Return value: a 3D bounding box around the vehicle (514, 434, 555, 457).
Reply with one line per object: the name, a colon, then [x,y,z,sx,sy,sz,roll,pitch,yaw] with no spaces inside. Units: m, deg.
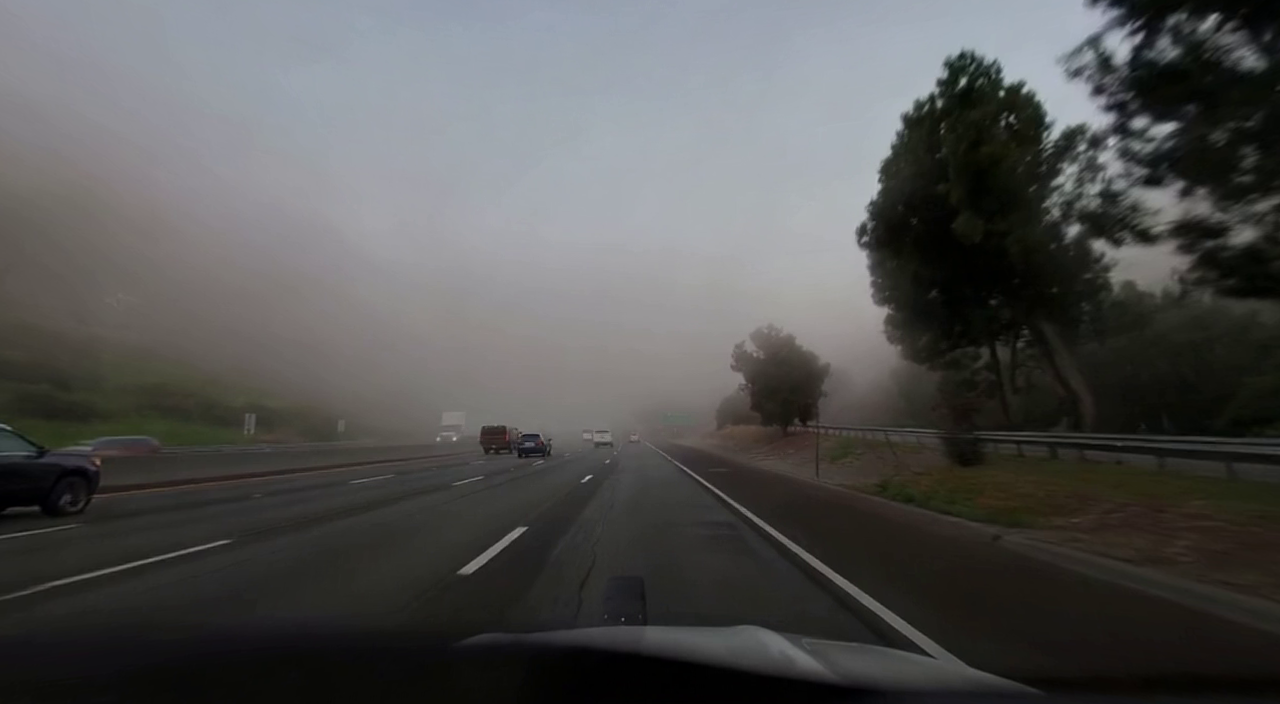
vehicle: [-7.338,6.534,43.966,2.113,1.507,4.450,0,-8,0]
